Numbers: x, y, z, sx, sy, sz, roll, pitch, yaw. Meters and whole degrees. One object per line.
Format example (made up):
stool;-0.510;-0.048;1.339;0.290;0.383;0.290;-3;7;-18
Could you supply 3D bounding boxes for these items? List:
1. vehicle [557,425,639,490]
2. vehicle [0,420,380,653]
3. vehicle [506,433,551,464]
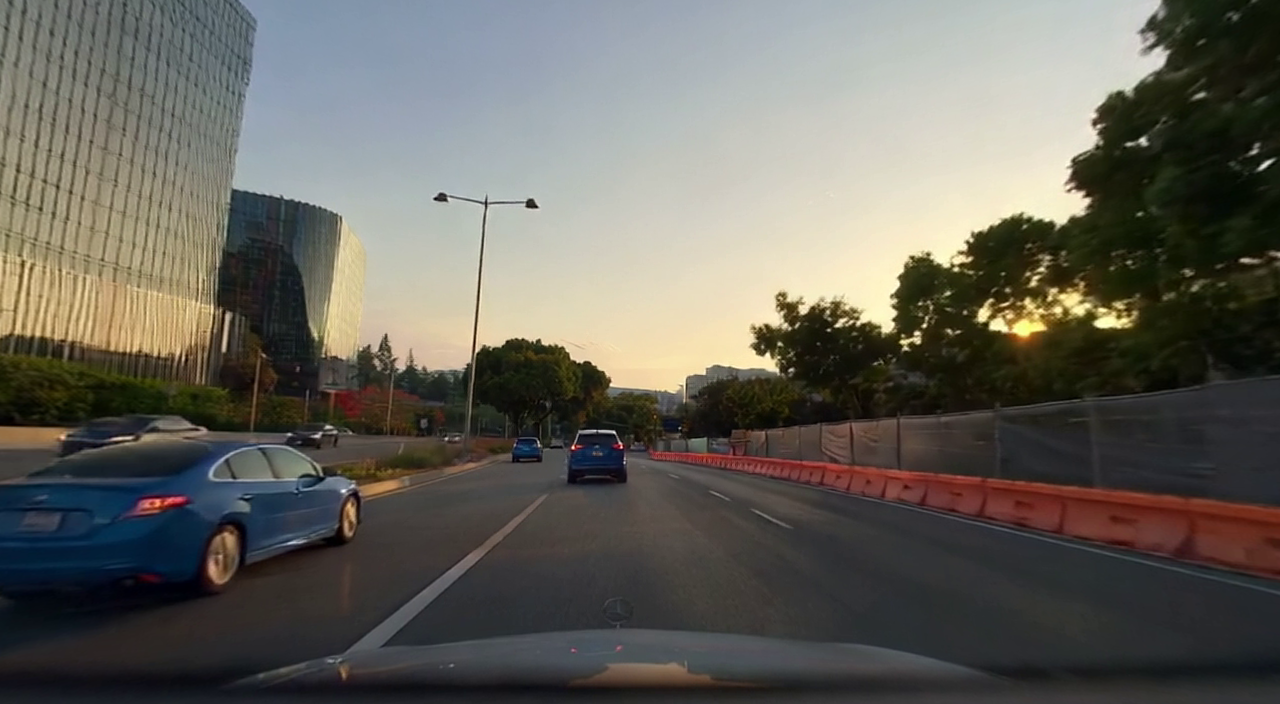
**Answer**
vehicle;-1.060;2.695;16.489;1.913;1.499;3.581;0;-8;-3
vehicle;-4.175;1.392;5.891;1.848;1.406;4.013;0;-8;-1
vehicle;-5.672;4.950;32.533;1.888;1.486;4.310;1;-8;-5
